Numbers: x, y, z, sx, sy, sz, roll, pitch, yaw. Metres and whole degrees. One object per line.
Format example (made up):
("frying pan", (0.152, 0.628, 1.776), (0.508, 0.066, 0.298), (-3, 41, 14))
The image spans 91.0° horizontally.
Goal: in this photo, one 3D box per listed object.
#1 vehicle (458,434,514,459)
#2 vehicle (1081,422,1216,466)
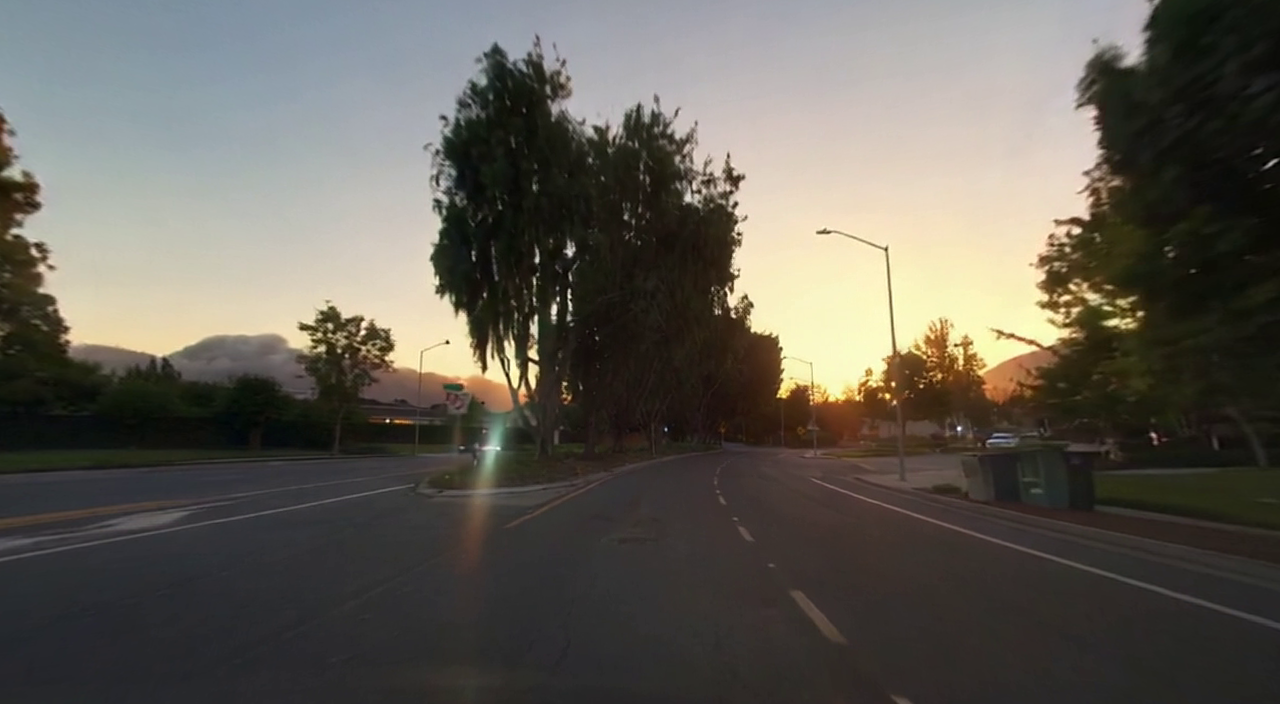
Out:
("vehicle", (-10.711, 6.629, 44.093), (1.995, 1.658, 4.542), (-2, -9, 11))
("vehicle", (27.753, 4.956, 34.568), (2.271, 2.010, 5.139), (-1, -5, -29))
